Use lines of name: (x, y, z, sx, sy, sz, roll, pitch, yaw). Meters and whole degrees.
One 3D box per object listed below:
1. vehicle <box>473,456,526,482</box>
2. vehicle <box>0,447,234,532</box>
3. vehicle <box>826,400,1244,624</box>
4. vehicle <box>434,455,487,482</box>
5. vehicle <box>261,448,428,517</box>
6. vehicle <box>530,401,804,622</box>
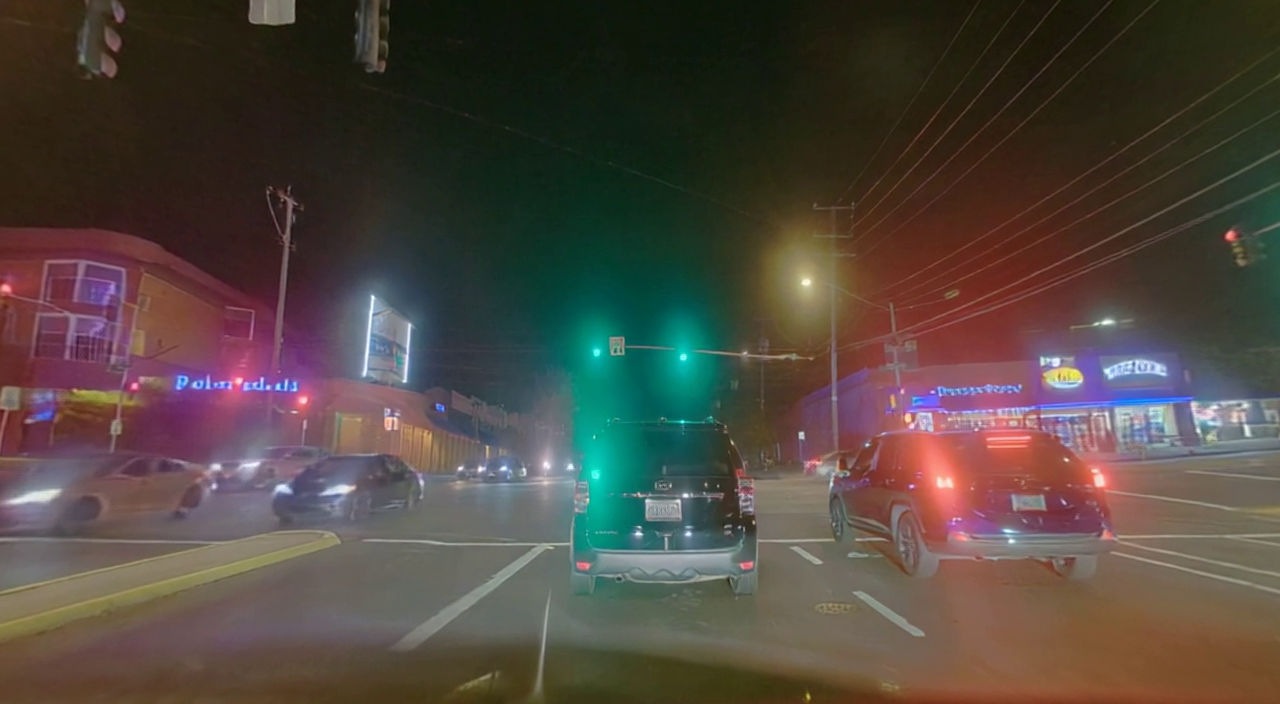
vehicle: (-8.909, 7.503, 40.530, 1.911, 1.461, 4.691, -1, -8, 6)
vehicle: (-11.526, 2.828, 13.729, 1.958, 1.493, 4.795, -1, -8, 3)
vehicle: (3.605, 1.516, 6.934, 1.976, 1.664, 4.189, -1, -8, 2)
vehicle: (-12.445, 8.097, 44.065, 1.943, 1.680, 4.709, -1, -8, 6)
vehicle: (-7.201, 3.187, 15.973, 1.924, 1.453, 4.343, -1, -8, 3)
vehicle: (0.259, 1.506, 6.827, 2.098, 1.682, 3.778, 0, -8, 2)
